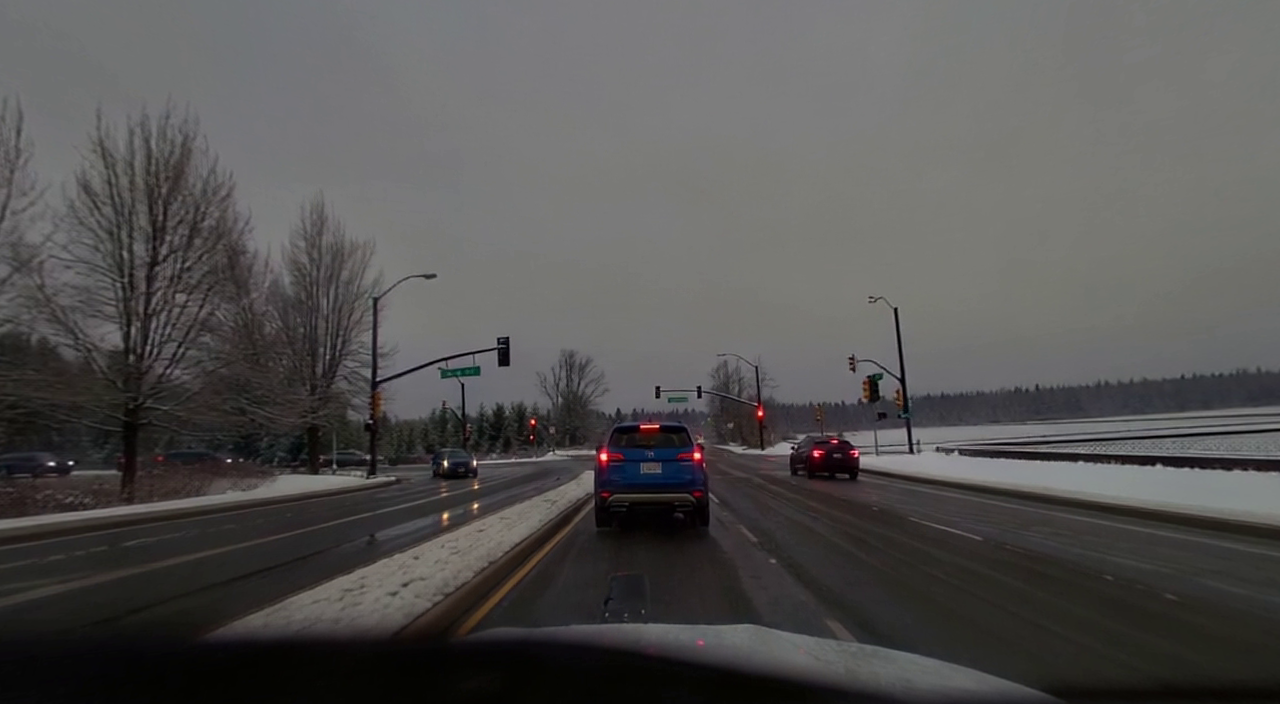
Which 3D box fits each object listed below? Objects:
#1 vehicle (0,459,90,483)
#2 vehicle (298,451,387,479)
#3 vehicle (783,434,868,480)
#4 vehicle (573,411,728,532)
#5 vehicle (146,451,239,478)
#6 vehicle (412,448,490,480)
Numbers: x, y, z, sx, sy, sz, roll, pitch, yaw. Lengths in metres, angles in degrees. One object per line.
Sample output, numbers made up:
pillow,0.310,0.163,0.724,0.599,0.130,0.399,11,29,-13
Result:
vehicle,-38.846,7.660,40.730,4.559,1.458,2.265,-1,-8,2
vehicle,-18.313,6.913,38.857,4.510,1.606,2.192,-2,-9,15
vehicle,7.258,4.143,25.185,2.012,1.636,4.352,0,-8,0
vehicle,0.155,2.080,11.472,2.298,1.770,4.138,0,-8,0
vehicle,-29.407,7.409,41.511,4.608,1.680,2.026,-1,-8,3
vehicle,-9.722,5.647,32.233,2.425,1.480,4.707,5,-10,-34
